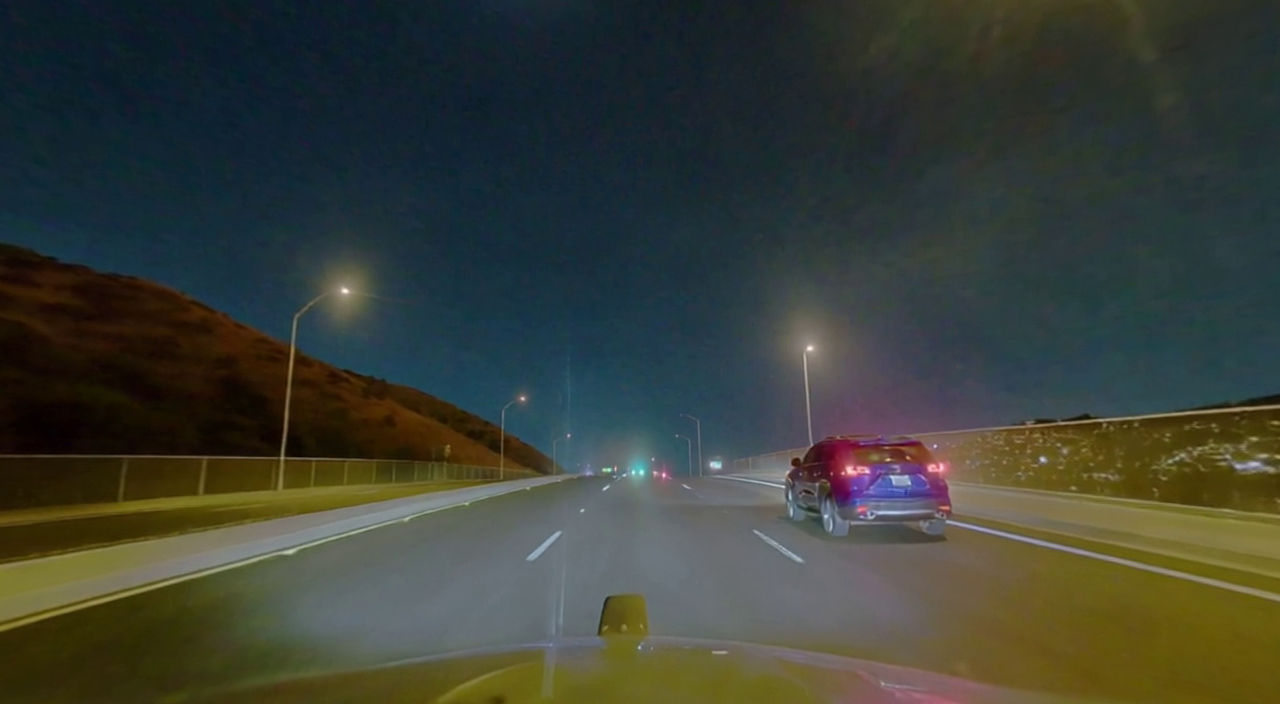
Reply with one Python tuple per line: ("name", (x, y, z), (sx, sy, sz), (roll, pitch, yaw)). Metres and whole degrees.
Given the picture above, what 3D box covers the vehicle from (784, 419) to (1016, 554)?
("vehicle", (3.874, 2.068, 10.410), (1.989, 1.730, 4.324), (0, -8, 0))
